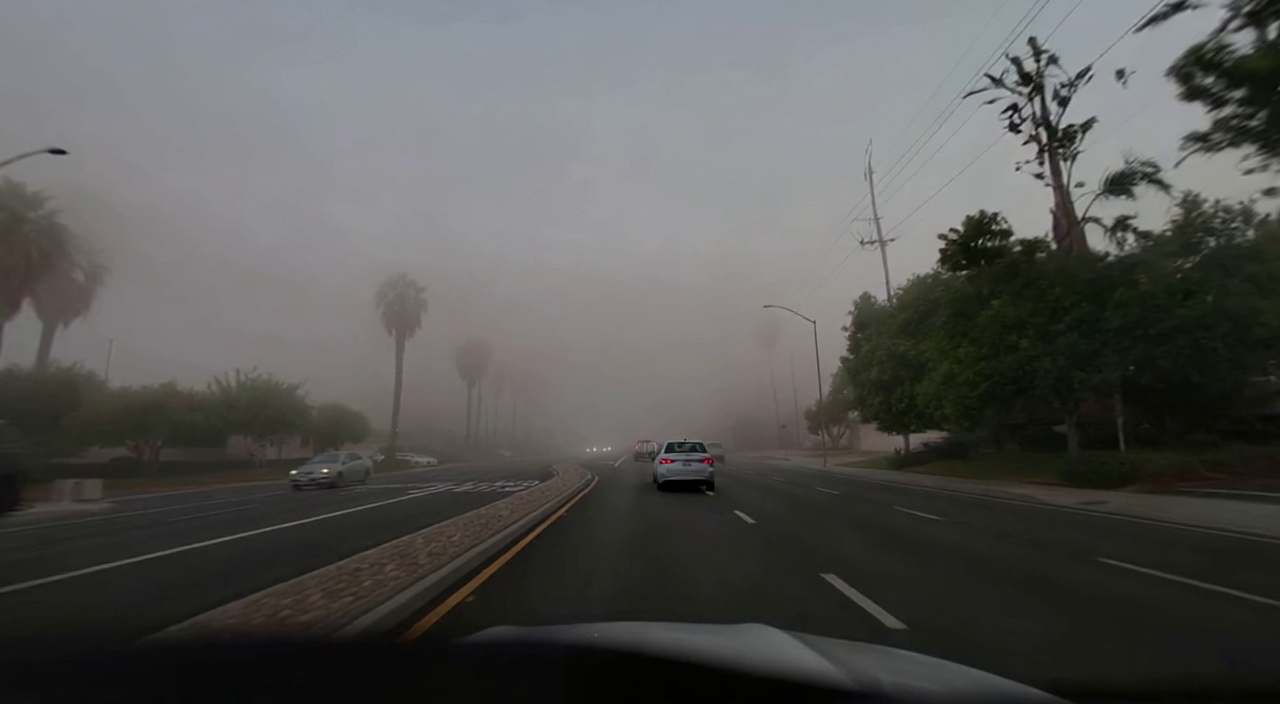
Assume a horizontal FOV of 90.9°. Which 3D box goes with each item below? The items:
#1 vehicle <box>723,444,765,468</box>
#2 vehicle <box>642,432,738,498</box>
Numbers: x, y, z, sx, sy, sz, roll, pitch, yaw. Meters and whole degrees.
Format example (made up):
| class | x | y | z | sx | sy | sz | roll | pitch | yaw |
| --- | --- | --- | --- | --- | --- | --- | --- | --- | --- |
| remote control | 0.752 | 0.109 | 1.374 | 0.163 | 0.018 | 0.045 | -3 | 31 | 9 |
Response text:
| class | x | y | z | sx | sy | sz | roll | pitch | yaw |
| --- | --- | --- | --- | --- | --- | --- | --- | --- | --- |
| vehicle | 6.728 | 6.792 | 41.254 | 1.897 | 1.477 | 4.360 | 0 | -9 | -1 |
| vehicle | 1.291 | 3.229 | 18.400 | 2.289 | 1.679 | 4.180 | 0 | -9 | -2 |
